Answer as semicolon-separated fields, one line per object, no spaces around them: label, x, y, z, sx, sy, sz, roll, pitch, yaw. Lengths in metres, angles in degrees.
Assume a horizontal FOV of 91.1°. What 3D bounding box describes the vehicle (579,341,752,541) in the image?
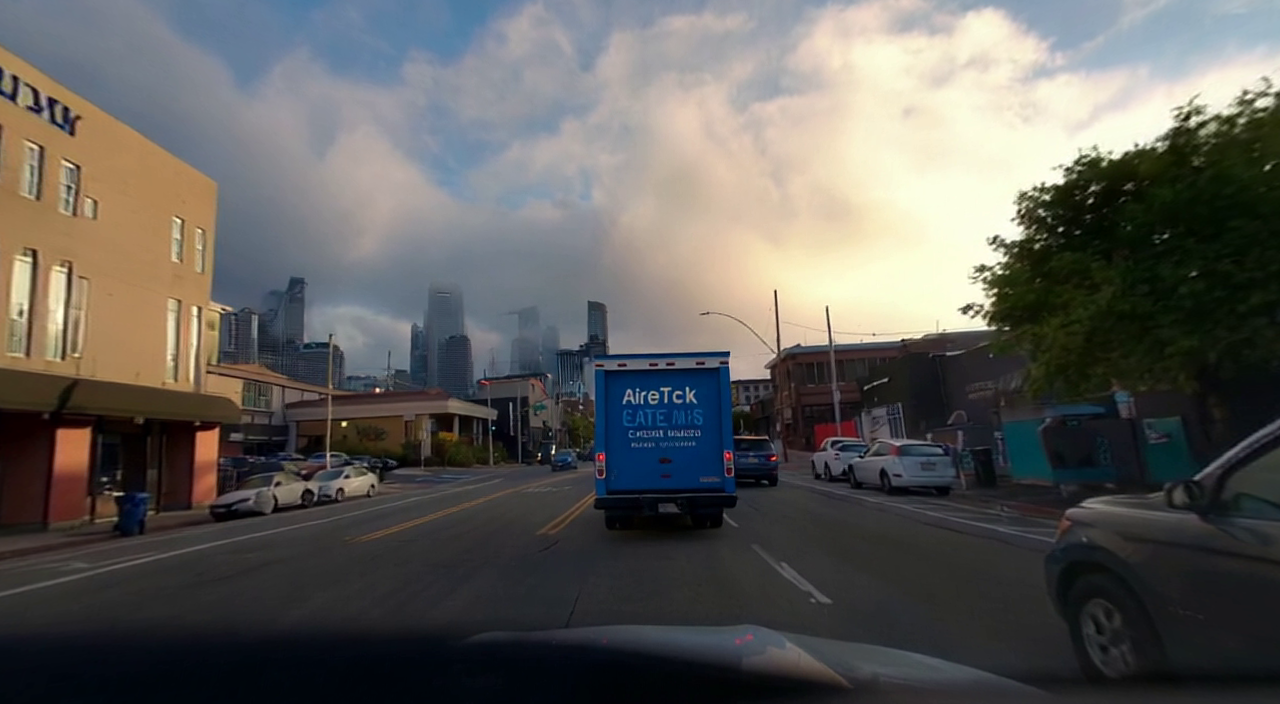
vehicle;0.254;1.746;12.414;2.517;2.926;6.177;0;-9;-2

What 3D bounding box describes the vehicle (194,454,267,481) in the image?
vehicle;-27.001;7.605;41.595;2.050;1.675;4.358;1;-9;-3

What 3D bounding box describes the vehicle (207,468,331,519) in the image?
vehicle;-13.426;5.124;23.087;1.901;1.508;4.405;0;-9;0

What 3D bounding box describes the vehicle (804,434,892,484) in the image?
vehicle;7.655;3.986;23.578;1.946;1.680;4.270;0;-9;1

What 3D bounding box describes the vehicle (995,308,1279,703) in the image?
vehicle;3.427;0.672;1.915;2.104;1.786;4.498;0;-9;1

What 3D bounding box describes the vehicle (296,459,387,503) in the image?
vehicle;-13.307;5.741;28.299;1.943;1.682;4.365;0;-9;0

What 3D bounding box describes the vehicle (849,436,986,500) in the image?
vehicle;7.596;3.193;17.733;1.951;1.548;4.290;0;-9;1
